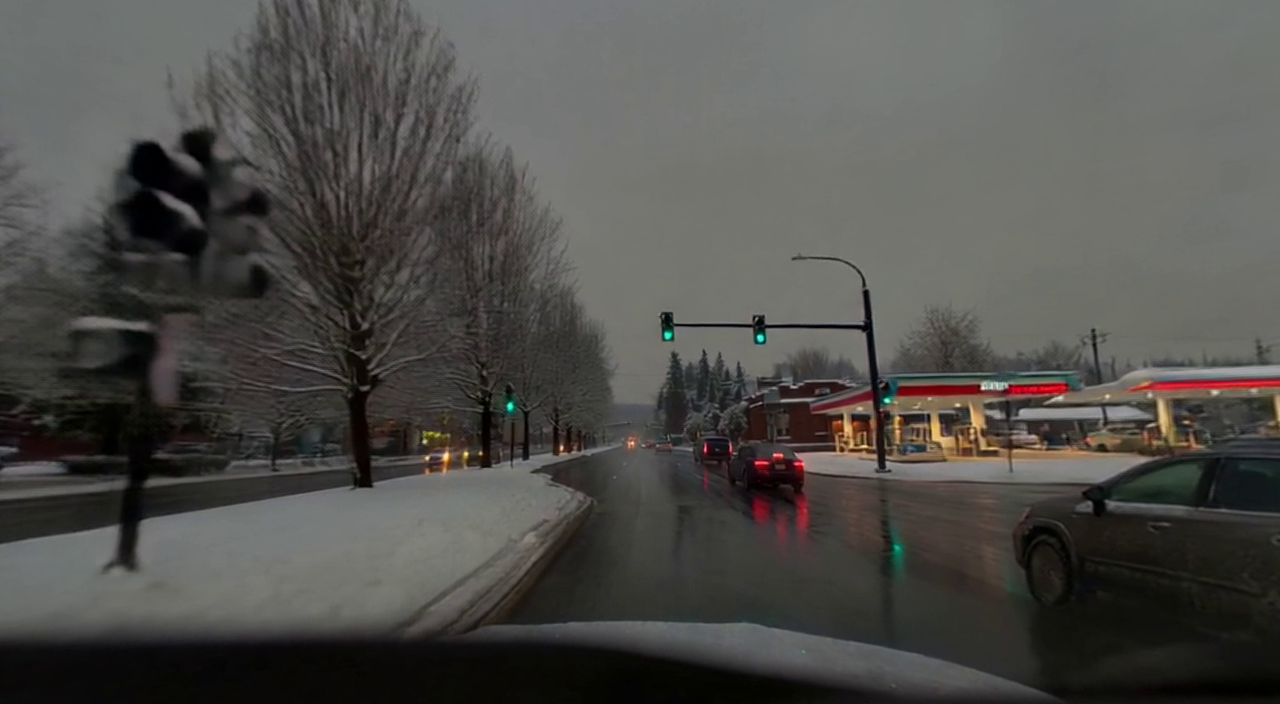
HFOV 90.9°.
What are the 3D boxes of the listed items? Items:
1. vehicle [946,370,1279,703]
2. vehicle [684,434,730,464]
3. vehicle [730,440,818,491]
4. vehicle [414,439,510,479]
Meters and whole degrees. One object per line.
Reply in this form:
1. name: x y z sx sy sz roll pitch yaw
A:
1. vehicle: 3.827 1.024 3.472 1.875 1.665 4.931 0 -9 1
2. vehicle: 4.604 6.764 44.081 2.611 1.983 5.165 0 -9 0
3. vehicle: 4.091 3.528 19.972 1.871 1.442 4.122 0 -9 0
4. vehicle: -7.893 4.772 28.565 2.842 1.476 4.980 -2 -7 1
